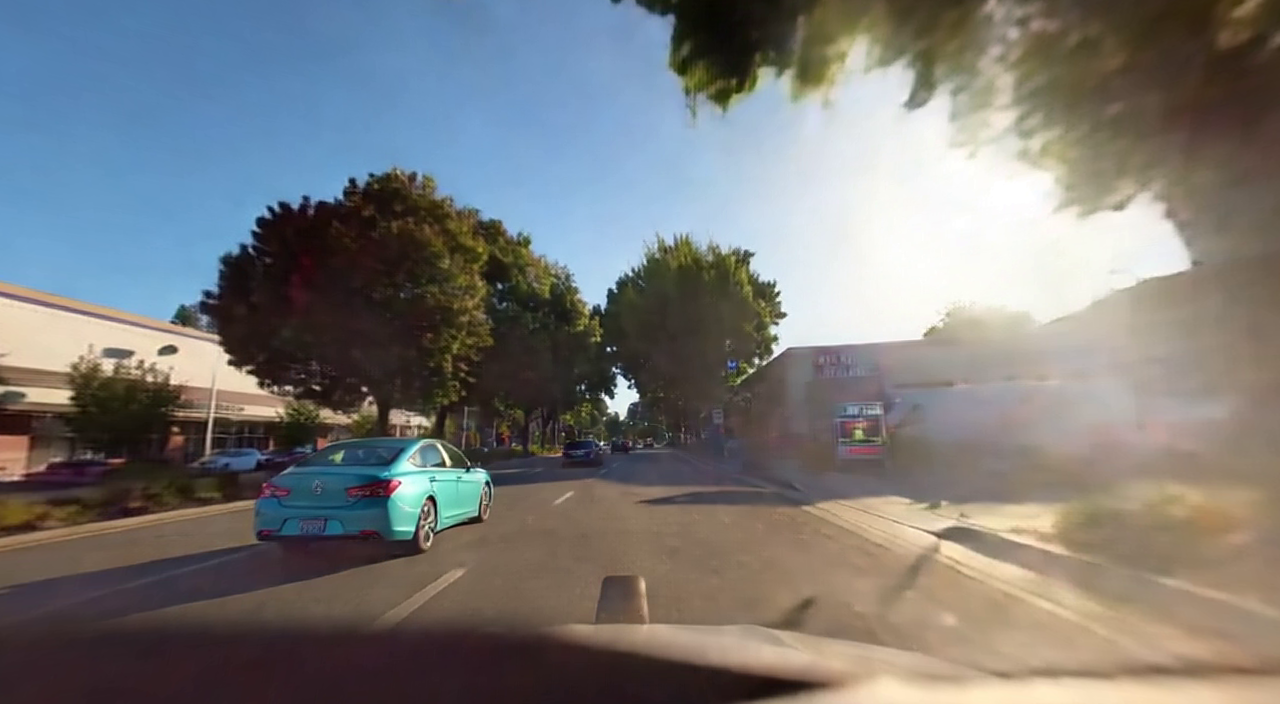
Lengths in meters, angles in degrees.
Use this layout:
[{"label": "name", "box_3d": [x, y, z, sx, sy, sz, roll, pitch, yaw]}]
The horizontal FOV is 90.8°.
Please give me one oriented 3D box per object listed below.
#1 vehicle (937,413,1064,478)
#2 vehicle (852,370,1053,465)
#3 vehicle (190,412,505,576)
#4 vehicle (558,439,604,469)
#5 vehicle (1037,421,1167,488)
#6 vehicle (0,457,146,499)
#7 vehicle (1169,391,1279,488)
[{"label": "vehicle", "box_3d": [11.917, 3.045, 20.701, 5.297, 1.843, 2.097, 8, -12, -44]}, {"label": "vehicle", "box_3d": [15.412, 3.321, 31.728, 8.300, 4.310, 2.832, -2, -8, 1]}, {"label": "vehicle", "box_3d": [-3.501, 1.803, 8.818, 2.126, 1.655, 4.560, -1, -9, 1]}, {"label": "vehicle", "box_3d": [-3.151, 5.529, 34.364, 1.955, 1.461, 4.396, -1, -9, 2]}, {"label": "vehicle", "box_3d": [12.358, 2.686, 16.768, 2.090, 1.501, 4.732, -8, -12, 43]}, {"label": "vehicle", "box_3d": [-25.291, 5.364, 26.917, 2.650, 1.471, 7.080, -4, -9, 2]}, {"label": "vehicle", "box_3d": [14.830, 2.188, 15.718, 2.031, 2.064, 4.681, -8, -12, 43]}]
